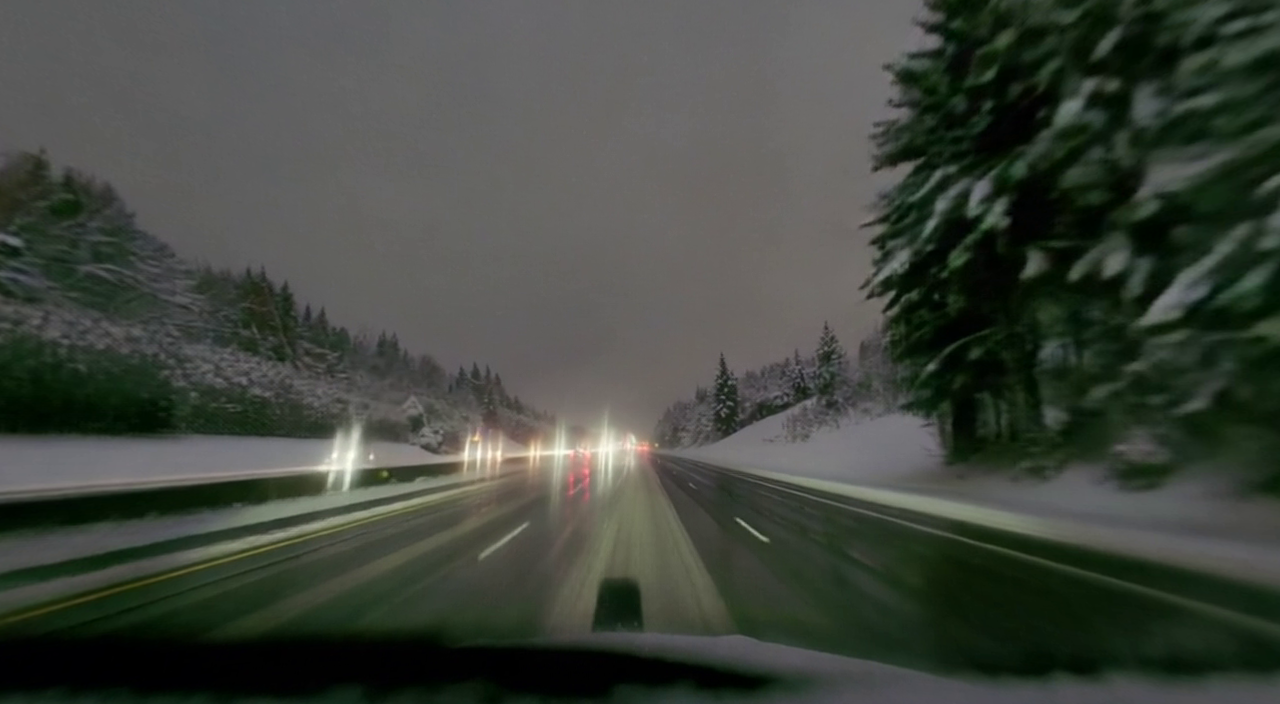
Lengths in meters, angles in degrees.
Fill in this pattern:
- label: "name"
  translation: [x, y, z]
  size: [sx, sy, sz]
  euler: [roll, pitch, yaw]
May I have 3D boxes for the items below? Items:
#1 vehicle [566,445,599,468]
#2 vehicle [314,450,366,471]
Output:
- label: "vehicle"
  translation: [-3.991, 7.358, 44.188]
  size: [1.933, 1.497, 3.973]
  euler: [0, -9, 0]
- label: "vehicle"
  translation: [-23.302, 8.435, 48.871]
  size: [1.980, 1.518, 3.986]
  euler: [0, -9, 1]
